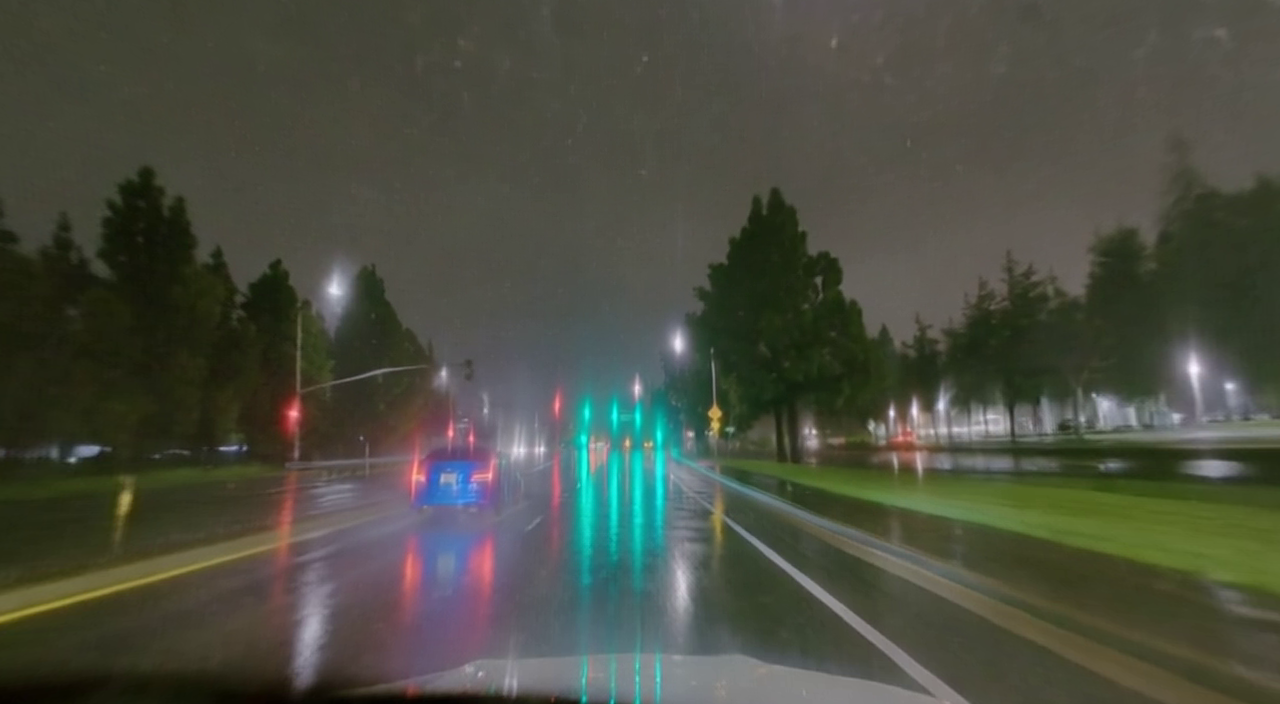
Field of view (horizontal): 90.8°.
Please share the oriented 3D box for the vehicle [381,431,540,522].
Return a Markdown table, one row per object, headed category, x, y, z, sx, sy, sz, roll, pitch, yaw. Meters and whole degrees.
| category | x | y | z | sx | sy | sz | roll | pitch | yaw |
| --- | --- | --- | --- | --- | --- | --- | --- | --- | --- |
| vehicle | -3.288 | 2.348 | 12.516 | 1.964 | 1.472 | 4.078 | 0 | -8 | 0 |
